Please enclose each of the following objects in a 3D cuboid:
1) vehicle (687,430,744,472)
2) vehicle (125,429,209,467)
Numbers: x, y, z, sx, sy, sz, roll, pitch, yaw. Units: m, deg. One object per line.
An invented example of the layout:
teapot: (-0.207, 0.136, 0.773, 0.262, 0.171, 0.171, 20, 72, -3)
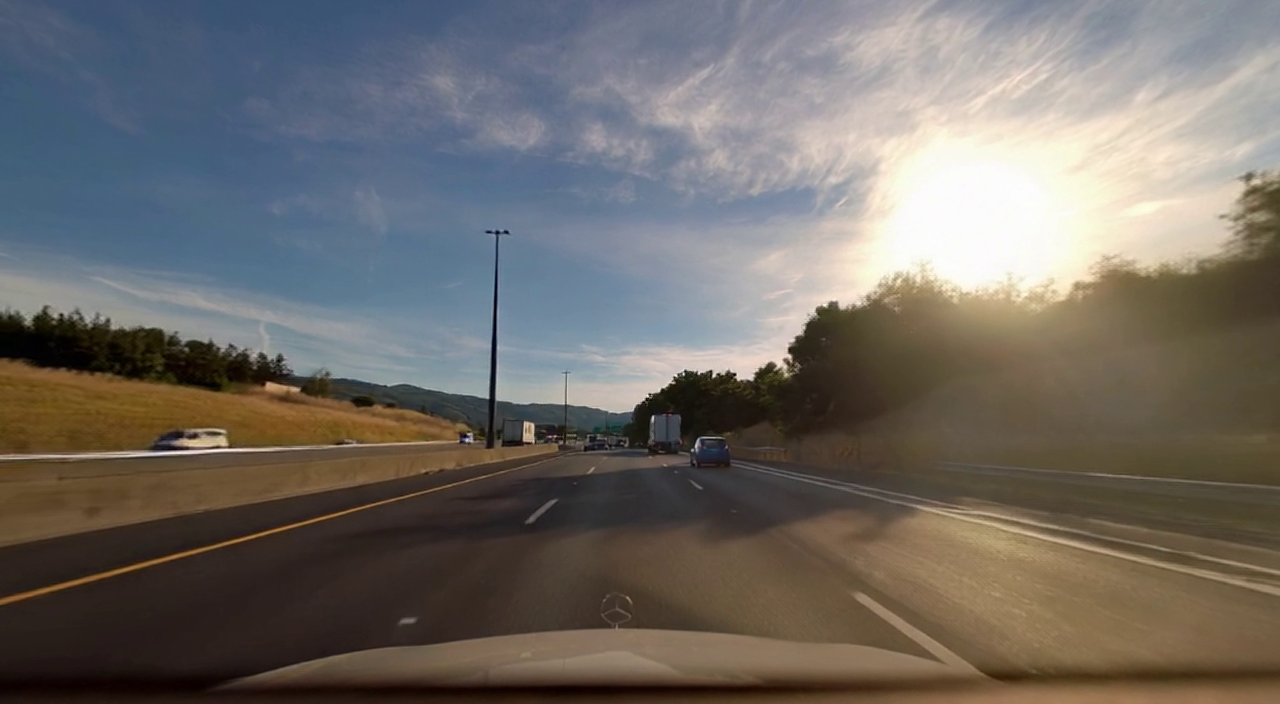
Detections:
vehicle: (3.578, 4.803, 30.822, 2.076, 1.914, 4.287, 0, -8, -2)
vehicle: (-36.286, 7.355, 48.577, 2.260, 2.710, 5.363, 0, -8, 0)
